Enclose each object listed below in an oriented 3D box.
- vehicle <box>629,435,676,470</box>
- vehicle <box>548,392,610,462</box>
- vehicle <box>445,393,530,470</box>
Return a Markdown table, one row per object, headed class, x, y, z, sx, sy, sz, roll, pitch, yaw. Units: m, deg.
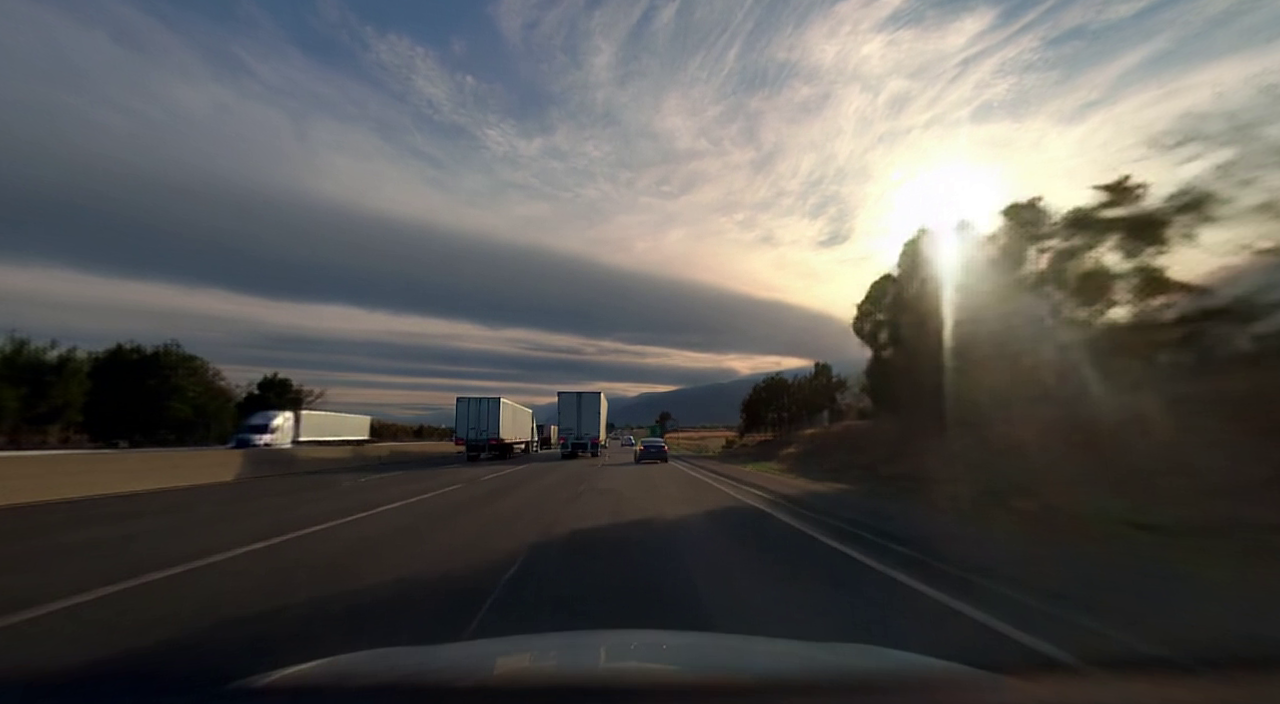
| class | x | y | z | sx | sy | sz | roll | pitch | yaw |
| --- | --- | --- | --- | --- | --- | --- | --- | --- | --- |
| vehicle | 0.507 | 4.538 | 28.670 | 1.891 | 1.477 | 3.599 | 0 | -8 | -3 |
| vehicle | -3.984 | 5.572 | 45.446 | 3.475 | 4.037 | 17.454 | 0 | -8 | -2 |
| vehicle | -7.431 | 4.056 | 31.791 | 2.728 | 3.405 | 7.096 | 0 | -8 | -2 |
